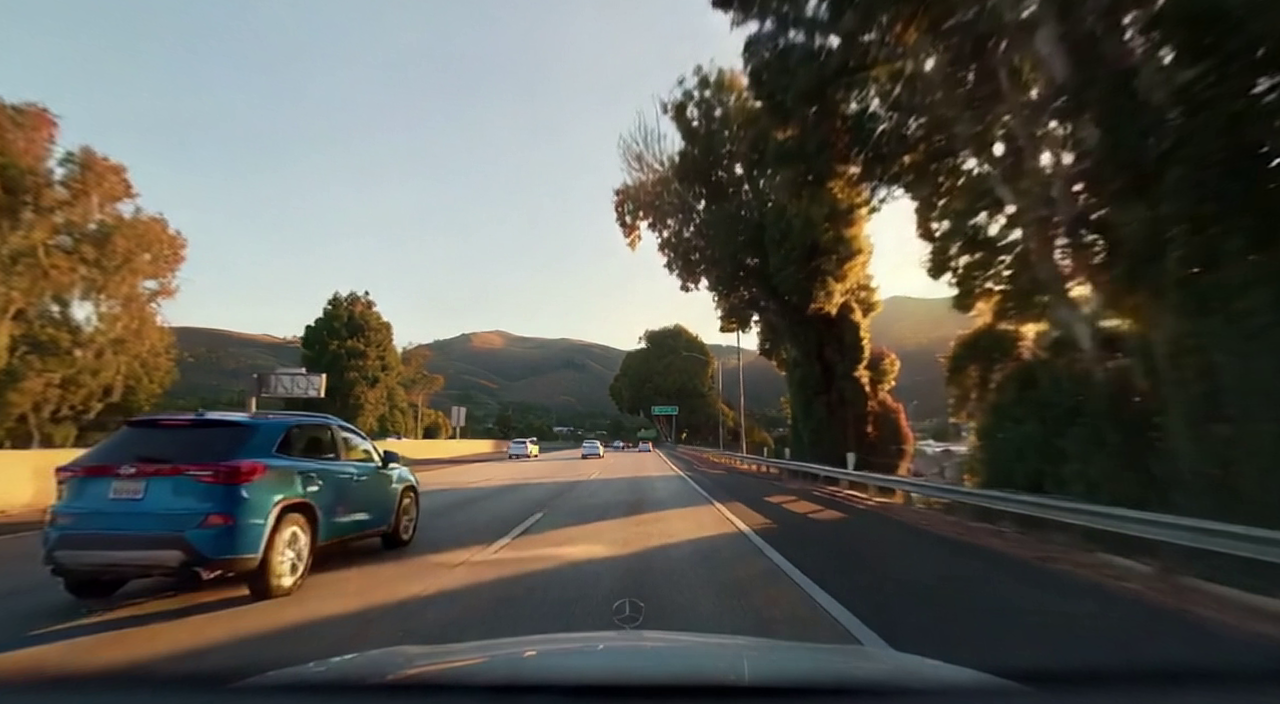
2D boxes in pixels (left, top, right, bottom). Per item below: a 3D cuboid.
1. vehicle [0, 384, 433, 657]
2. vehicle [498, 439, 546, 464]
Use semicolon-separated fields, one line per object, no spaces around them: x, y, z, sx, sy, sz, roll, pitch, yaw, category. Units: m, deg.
-3.921;1.389;6.283;2.138;1.718;4.415;-1;-8;1;vehicle
-7.289;6.180;39.306;1.963;1.476;4.739;-1;-8;1;vehicle
